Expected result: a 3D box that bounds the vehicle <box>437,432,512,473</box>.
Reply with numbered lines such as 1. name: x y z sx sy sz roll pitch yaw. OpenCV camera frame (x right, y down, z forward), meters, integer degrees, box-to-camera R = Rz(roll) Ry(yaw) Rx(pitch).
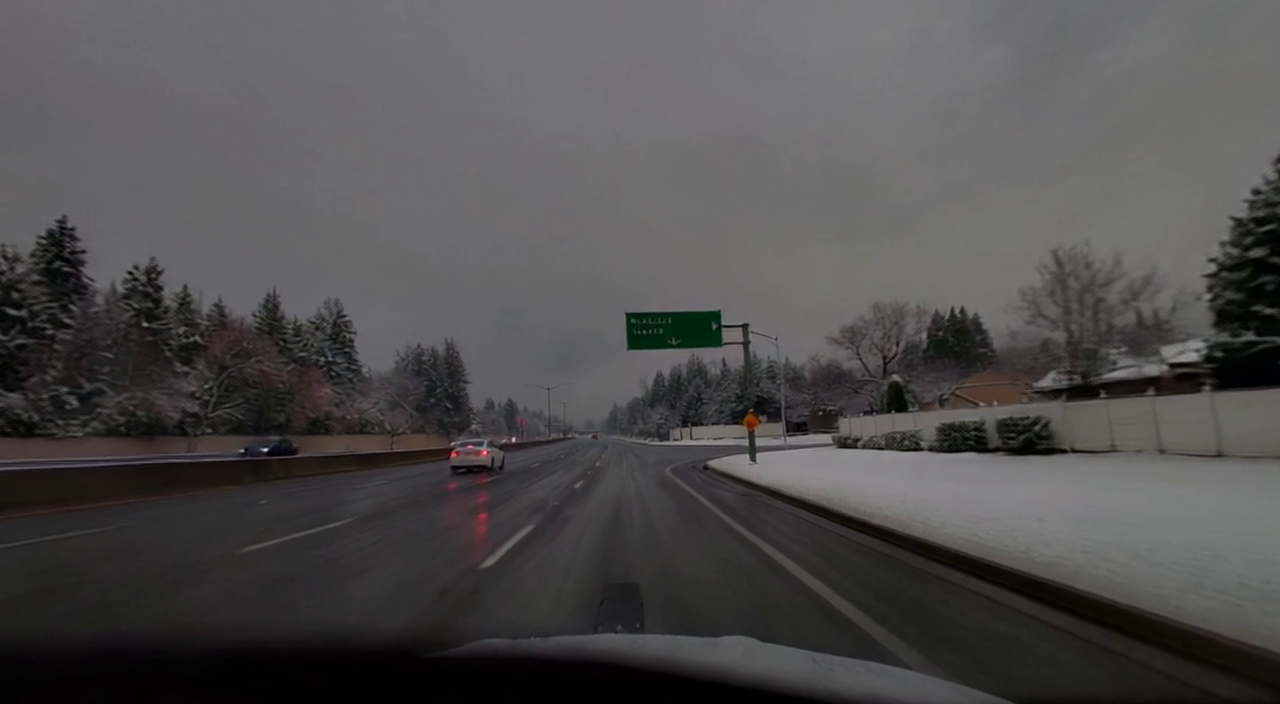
1. vehicle: -7.483 4.592 29.086 2.115 1.711 4.722 0 -8 0
